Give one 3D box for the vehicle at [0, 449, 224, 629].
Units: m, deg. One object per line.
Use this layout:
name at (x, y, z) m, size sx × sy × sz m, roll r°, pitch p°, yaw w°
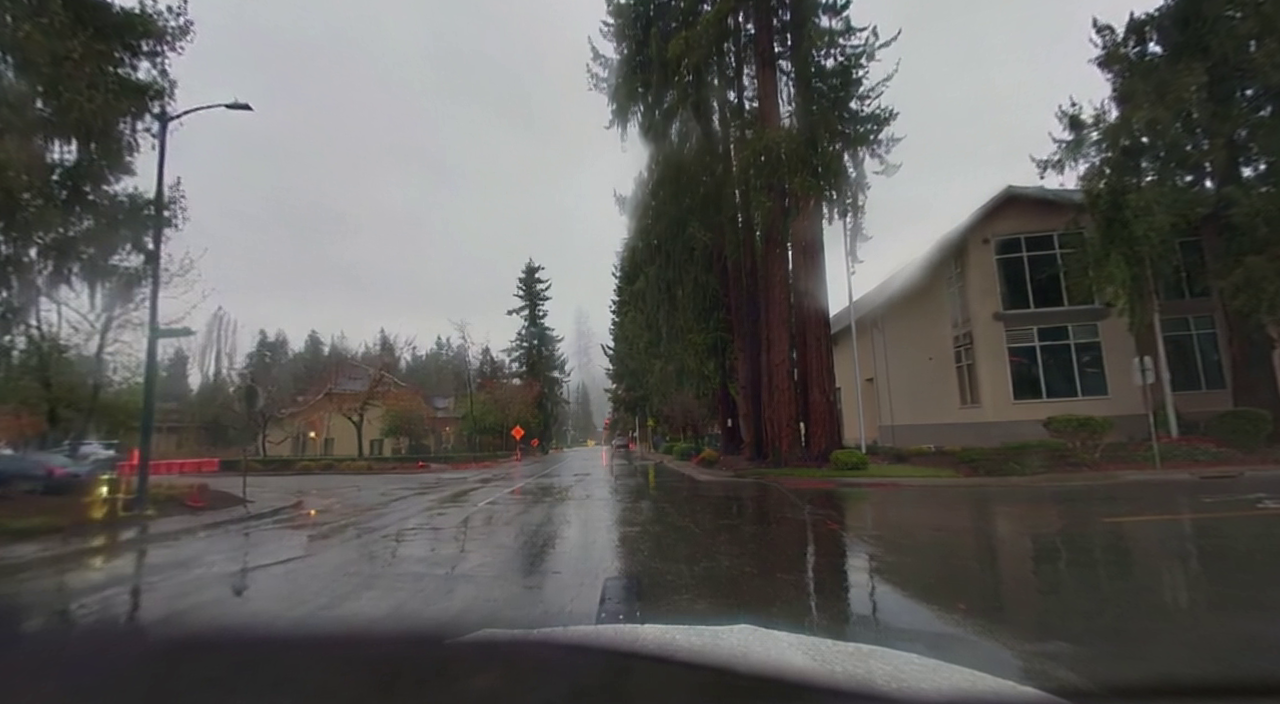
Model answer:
vehicle at (-7.625, 1.780, 5.855) m, size 2.961 × 1.701 × 7.563 m, roll 1°, pitch -8°, yaw -5°
